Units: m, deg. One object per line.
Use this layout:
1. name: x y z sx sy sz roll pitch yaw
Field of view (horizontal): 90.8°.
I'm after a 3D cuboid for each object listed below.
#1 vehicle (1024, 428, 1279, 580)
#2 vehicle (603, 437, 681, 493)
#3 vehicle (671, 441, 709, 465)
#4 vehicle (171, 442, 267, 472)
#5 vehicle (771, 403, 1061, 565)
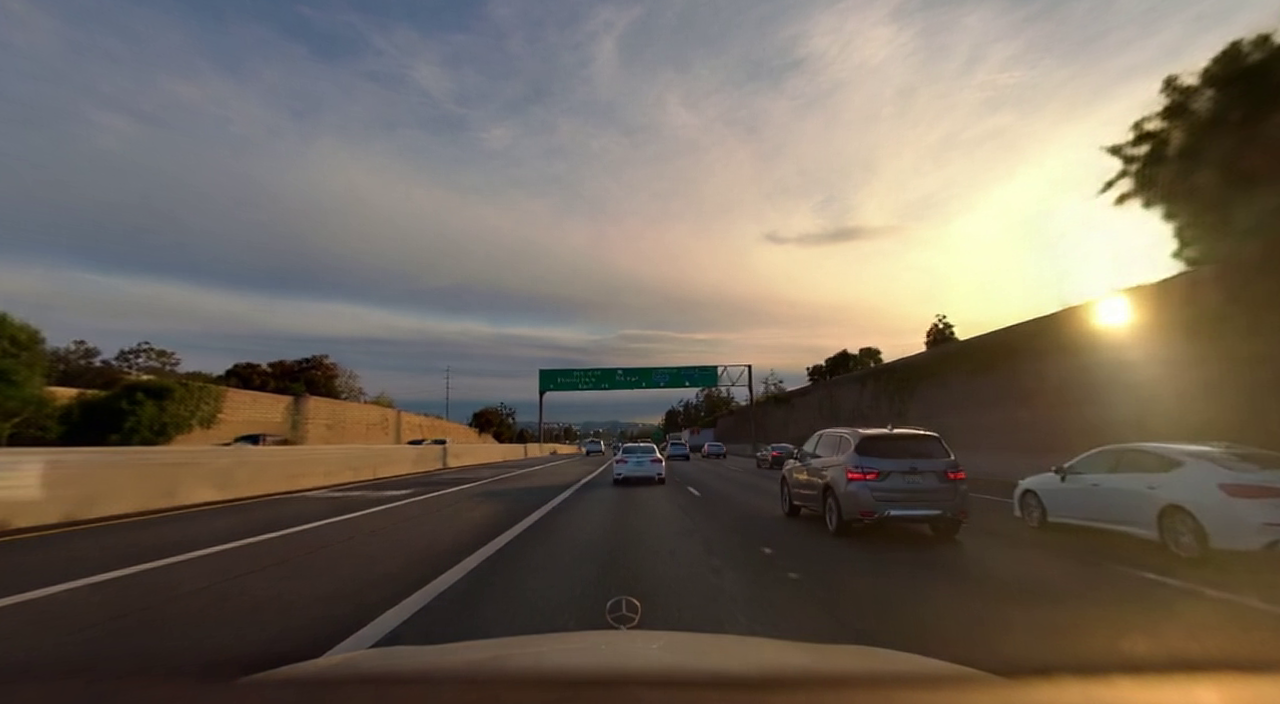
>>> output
1. vehicle: 7.186 1.749 7.971 1.872 1.469 4.414 0 -8 0
2. vehicle: 0.011 3.338 19.019 2.098 1.475 3.997 0 -8 -1
3. vehicle: 3.302 6.770 42.509 1.998 1.490 4.296 0 -8 -2
4. vehicle: -21.448 5.339 32.423 1.992 1.424 4.365 0 -8 -1
5. vehicle: 3.596 1.829 9.509 2.162 1.800 4.693 0 -8 -1
